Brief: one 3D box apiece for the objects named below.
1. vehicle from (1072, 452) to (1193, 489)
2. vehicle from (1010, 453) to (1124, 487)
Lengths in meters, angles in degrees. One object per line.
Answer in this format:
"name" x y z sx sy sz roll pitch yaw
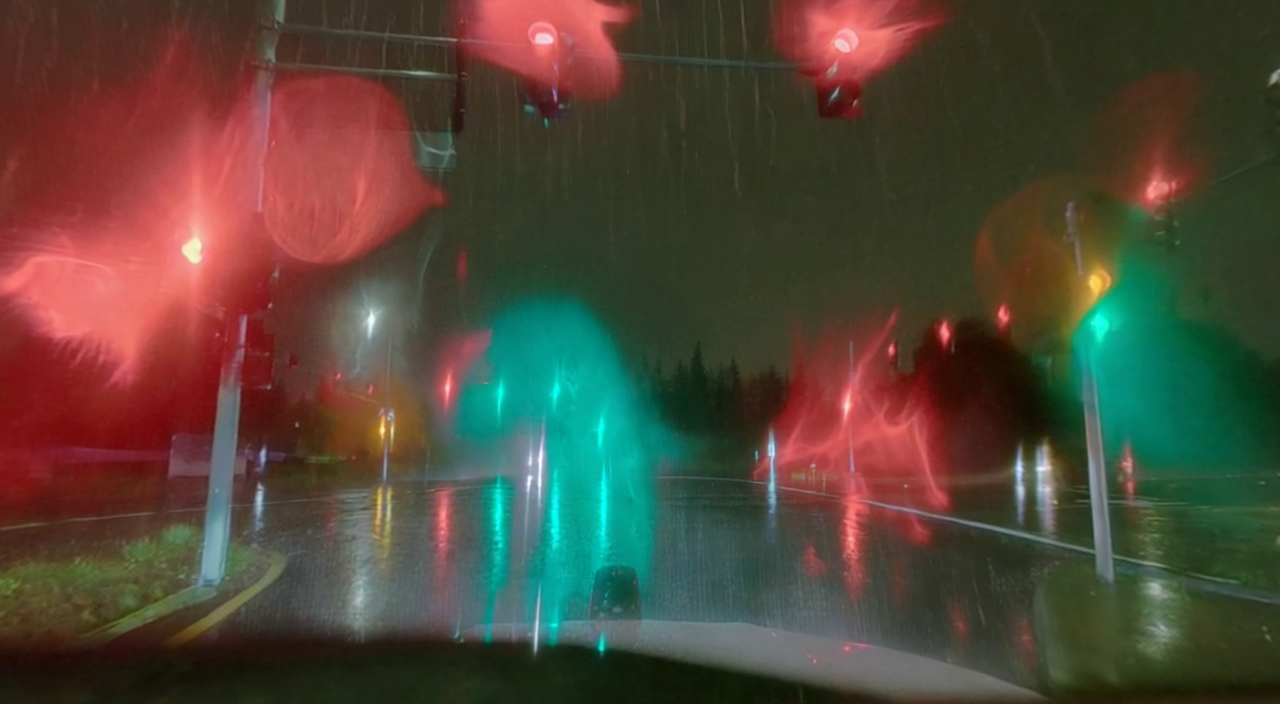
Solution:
"vehicle" 22.703 5.468 29.117 3.998 1.590 1.936 1 -10 -6
"vehicle" 22.030 6.078 32.592 4.455 1.647 2.124 1 -10 -8
